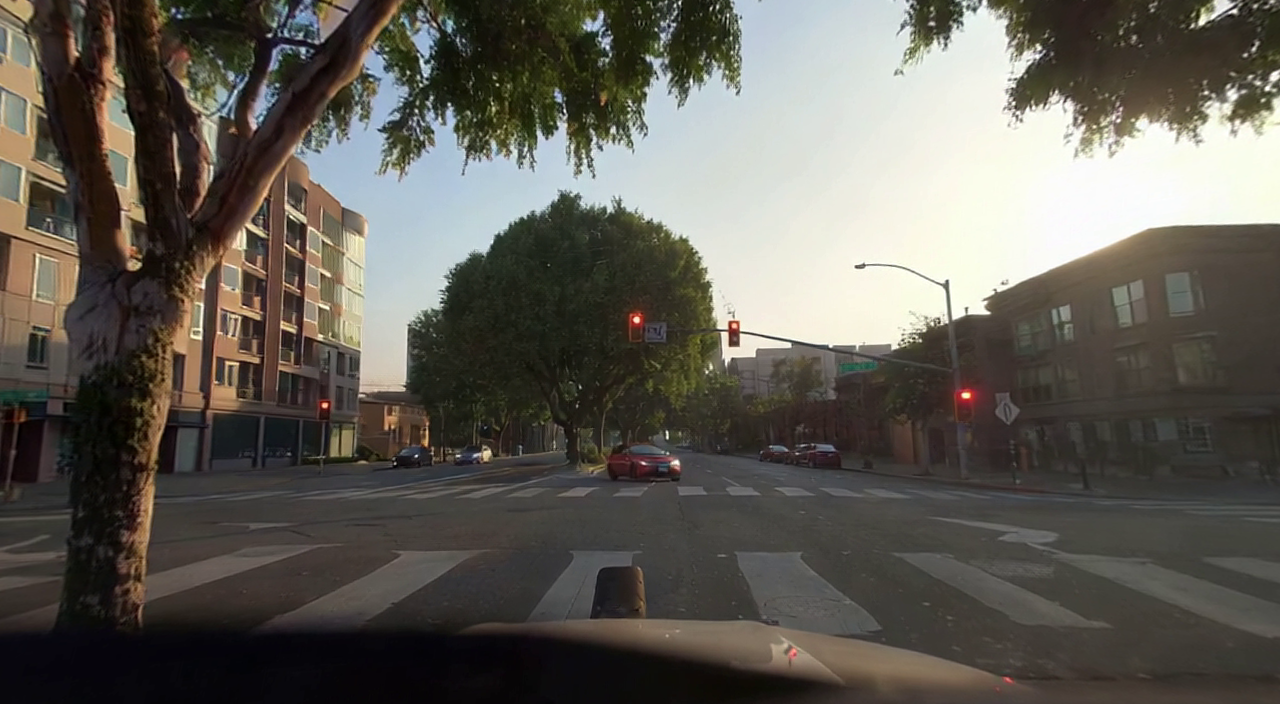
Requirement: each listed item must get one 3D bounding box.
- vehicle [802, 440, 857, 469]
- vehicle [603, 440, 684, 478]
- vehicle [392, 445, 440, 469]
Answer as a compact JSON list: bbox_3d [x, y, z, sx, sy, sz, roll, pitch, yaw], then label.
[{"bbox_3d":[13.053,7.109,43.830,2.181,1.876,4.723,0,-8,-2],"label":"vehicle"},{"bbox_3d":[0.022,4.496,26.909,1.933,1.460,4.683,3,-9,-20],"label":"vehicle"},{"bbox_3d":[-16.483,7.721,46.757,2.075,1.708,4.335,0,-8,-1],"label":"vehicle"}]
